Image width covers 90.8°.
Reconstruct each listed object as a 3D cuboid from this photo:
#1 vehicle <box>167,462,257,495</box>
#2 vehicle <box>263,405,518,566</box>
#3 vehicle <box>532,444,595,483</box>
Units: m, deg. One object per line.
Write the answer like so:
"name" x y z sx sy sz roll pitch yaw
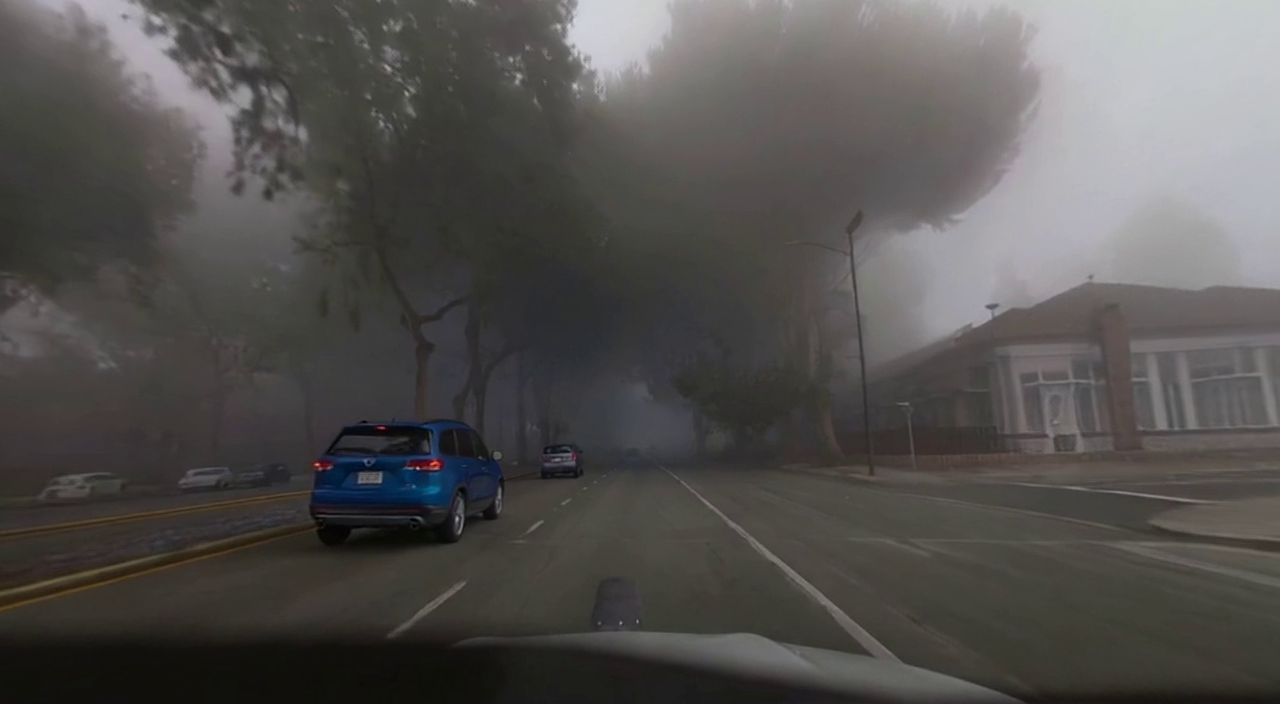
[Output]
"vehicle" -22.791 6.727 33.828 1.741 1.505 4.346 -1 -9 0
"vehicle" -3.282 1.855 9.478 2.042 1.817 4.364 0 -9 0
"vehicle" -3.106 4.641 26.703 2.069 1.470 4.601 0 -8 0
